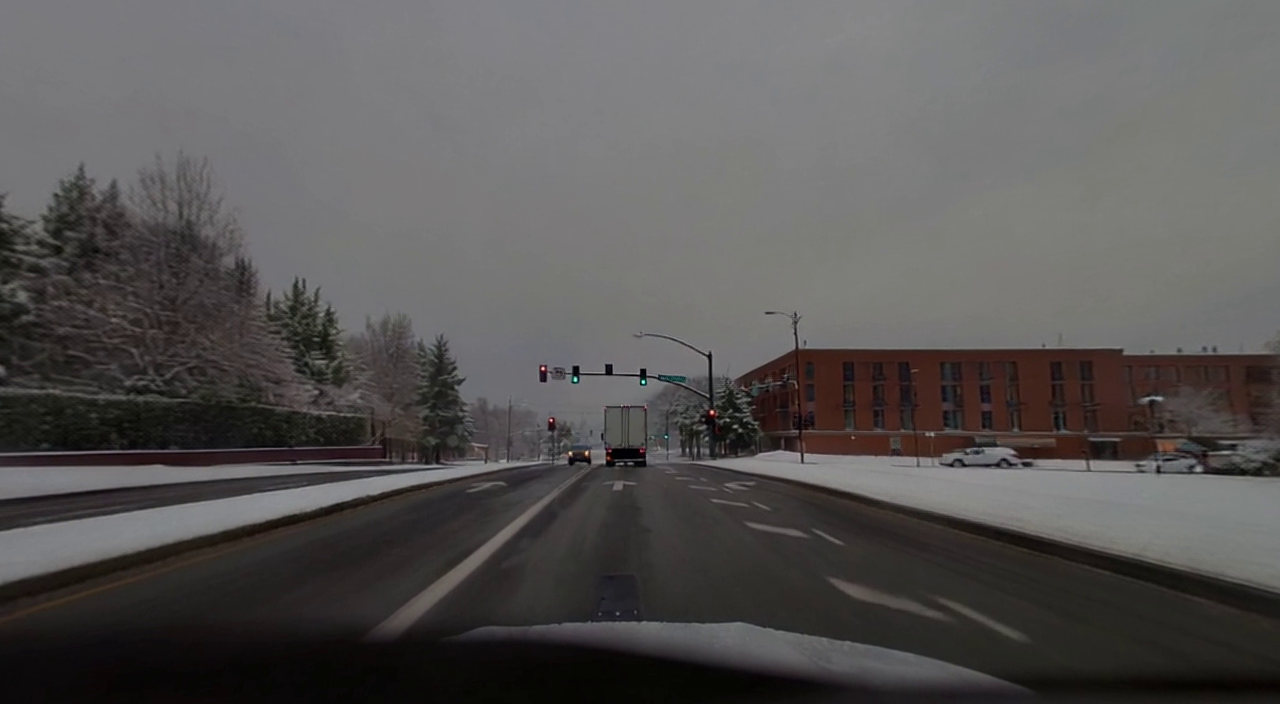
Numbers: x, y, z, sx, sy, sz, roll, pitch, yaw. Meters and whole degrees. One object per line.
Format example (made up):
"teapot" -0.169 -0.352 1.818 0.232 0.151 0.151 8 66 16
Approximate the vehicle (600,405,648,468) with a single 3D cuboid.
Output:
"vehicle" -1.046 5.658 42.226 2.876 3.724 9.351 0 -8 -1

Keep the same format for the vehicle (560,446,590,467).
"vehicle" -4.869 7.904 47.691 1.917 1.462 3.878 0 -8 -1
